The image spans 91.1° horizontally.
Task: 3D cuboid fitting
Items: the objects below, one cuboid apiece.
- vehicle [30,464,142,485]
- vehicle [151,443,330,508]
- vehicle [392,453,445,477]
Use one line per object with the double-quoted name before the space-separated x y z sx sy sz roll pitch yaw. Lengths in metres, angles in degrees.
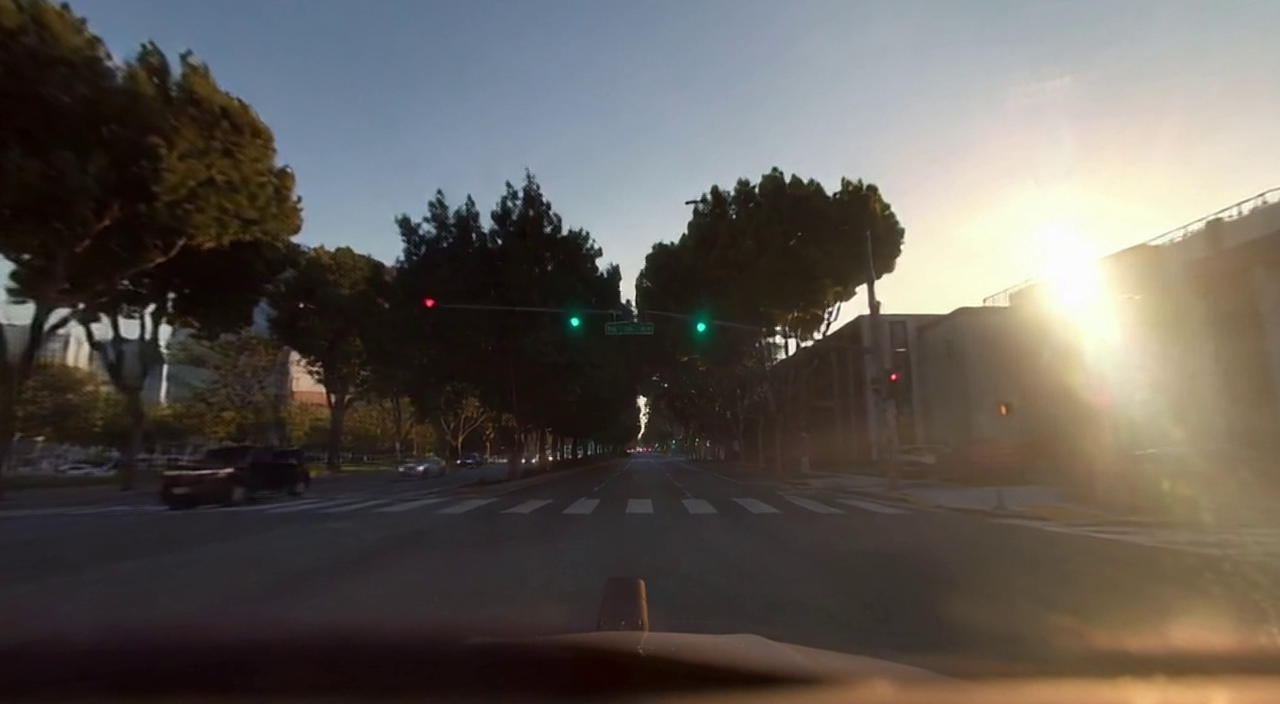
"vehicle" -30.624 6.763 34.754 4.611 1.021 1.473 1 -8 -4
"vehicle" -11.631 3.586 18.819 2.069 1.673 4.853 0 -9 1
"vehicle" -14.968 7.657 42.694 1.920 1.499 4.378 0 -9 1
